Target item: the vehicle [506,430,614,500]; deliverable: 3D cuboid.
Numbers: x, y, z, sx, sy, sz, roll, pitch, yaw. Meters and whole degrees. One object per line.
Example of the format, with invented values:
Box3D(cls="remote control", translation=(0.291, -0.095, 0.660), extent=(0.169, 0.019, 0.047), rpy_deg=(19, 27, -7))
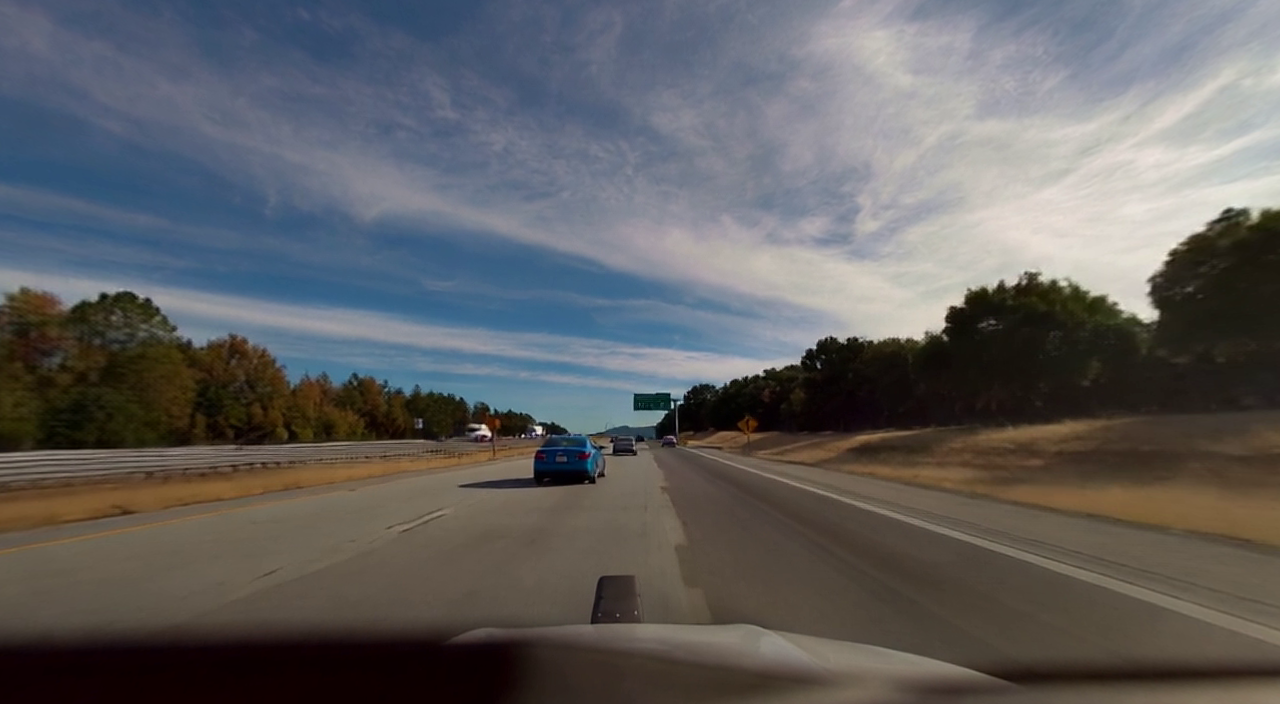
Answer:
Box3D(cls="vehicle", translation=(-1.778, 2.674, 15.419), extent=(1.977, 1.443, 4.225), rpy_deg=(0, -8, 2))
